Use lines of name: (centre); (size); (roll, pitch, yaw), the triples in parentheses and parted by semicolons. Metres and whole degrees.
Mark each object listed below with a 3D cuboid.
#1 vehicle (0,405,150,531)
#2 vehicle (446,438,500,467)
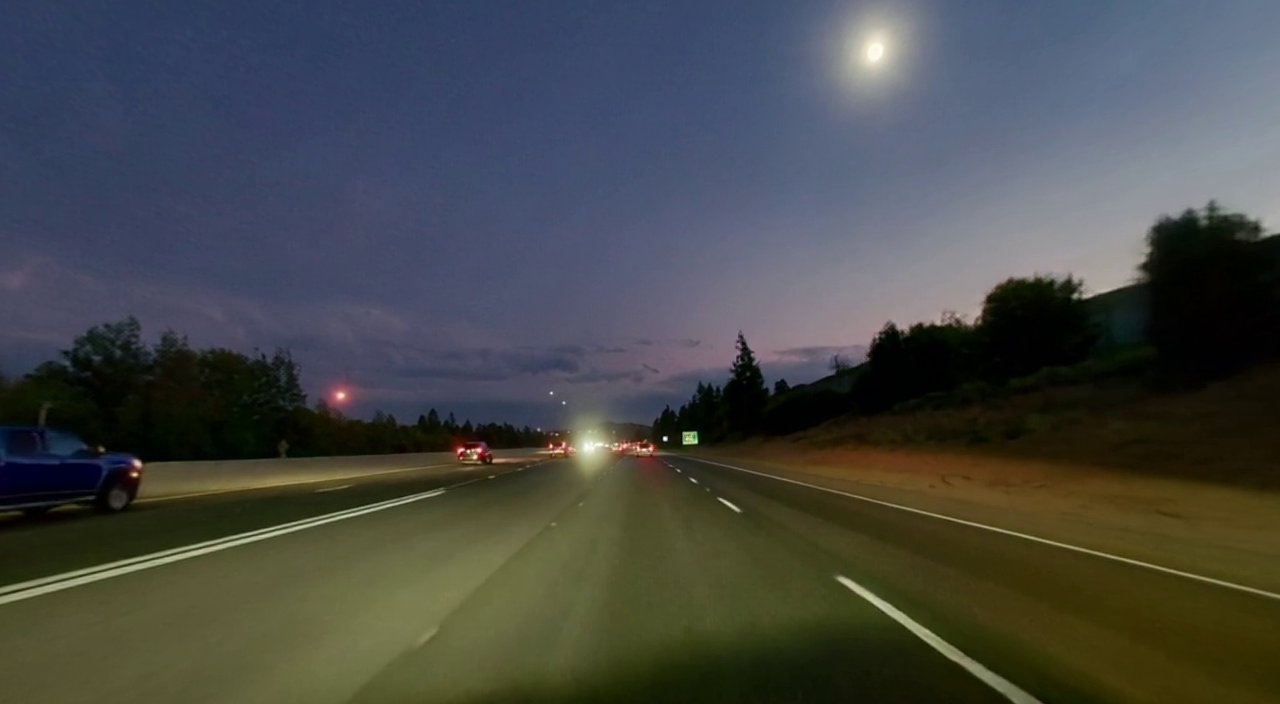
vehicle: (-10.630, 1.806, 9.877); (2.012, 1.875, 4.895); (0, -9, -1)
vehicle: (-10.833, 6.572, 41.427); (2.195, 1.795, 4.659); (0, -9, 1)
